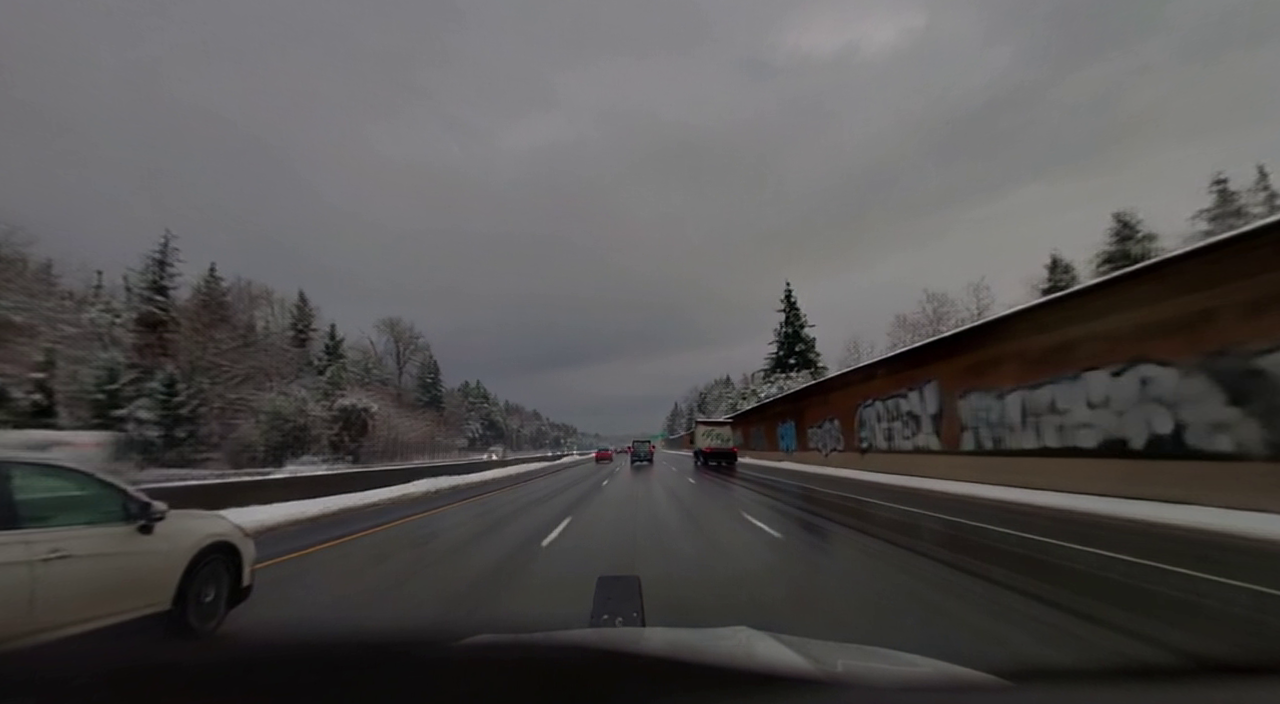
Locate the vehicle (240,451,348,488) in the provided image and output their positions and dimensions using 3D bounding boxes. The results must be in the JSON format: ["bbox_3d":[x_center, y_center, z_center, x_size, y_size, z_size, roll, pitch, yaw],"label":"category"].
[{"bbox_3d":[-16.550,5.641,30.561,2.207,1.599,5.423,0,-9,0],"label":"vehicle"}]

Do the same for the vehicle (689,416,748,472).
[{"bbox_3d":[4.426,5.362,36.621,2.549,2.931,6.310,0,-9,0],"label":"vehicle"}]

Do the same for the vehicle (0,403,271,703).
[{"bbox_3d":[-3.715,0.899,2.336,2.023,1.444,4.379,0,-9,0],"label":"vehicle"}]

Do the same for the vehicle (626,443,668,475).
[{"bbox_3d":[0.326,5.514,32.690,2.009,1.506,4.091,0,-9,0],"label":"vehicle"}]
